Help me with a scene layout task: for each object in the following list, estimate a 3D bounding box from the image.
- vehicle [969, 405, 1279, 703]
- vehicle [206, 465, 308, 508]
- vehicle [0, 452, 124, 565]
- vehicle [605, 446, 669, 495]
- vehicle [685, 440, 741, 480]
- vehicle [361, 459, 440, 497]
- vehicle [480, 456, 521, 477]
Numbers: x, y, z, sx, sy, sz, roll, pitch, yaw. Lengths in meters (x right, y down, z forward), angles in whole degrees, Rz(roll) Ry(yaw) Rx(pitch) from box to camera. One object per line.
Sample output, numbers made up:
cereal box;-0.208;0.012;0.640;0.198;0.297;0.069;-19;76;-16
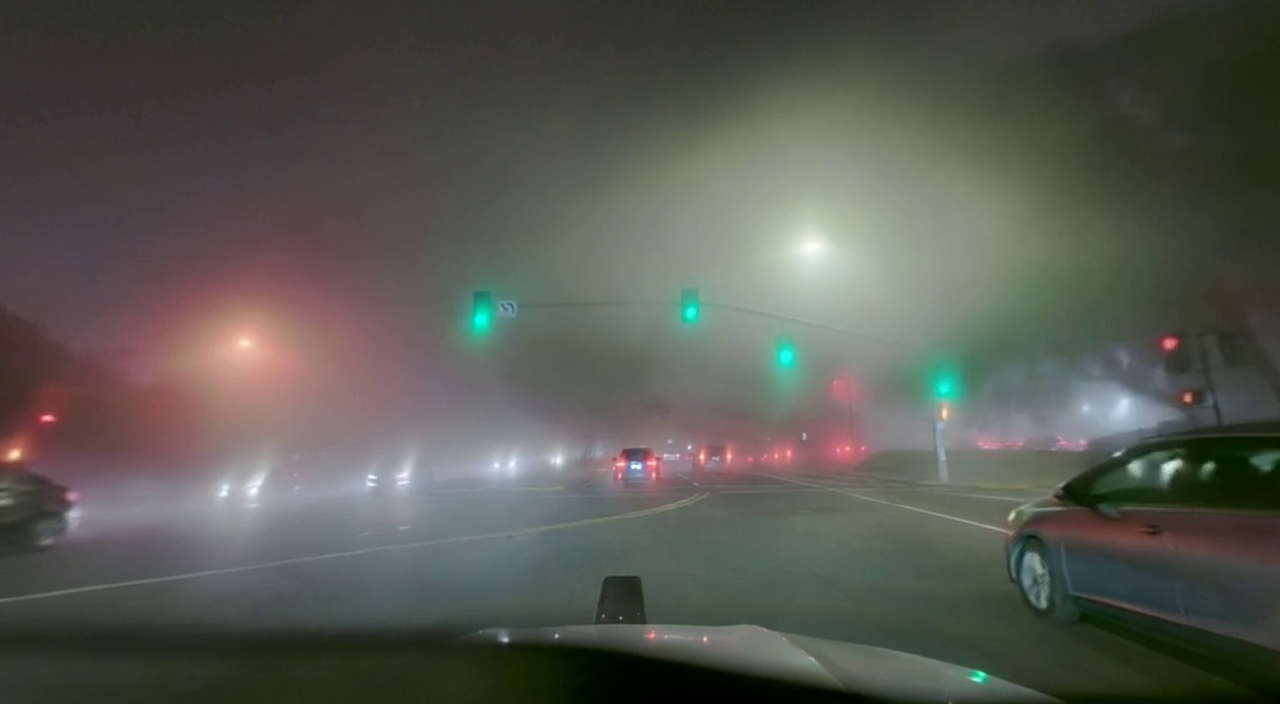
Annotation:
vehicle;3.839;1.022;3.086;2.049;1.473;4.425;0;-9;0
vehicle;-17.889;6.255;29.793;1.918;1.738;4.589;0;-9;0
vehicle;-11.203;2.494;10.016;2.102;1.758;4.532;-1;-9;1
vehicle;-0.088;4.064;22.049;2.034;1.500;3.966;0;-9;0
vehicle;3.506;5.302;31.255;2.107;1.773;4.557;0;-9;-1
vehicle;-10.787;5.676;28.816;1.808;1.512;4.447;0;-9;1
vehicle;-10.844;8.940;49.405;2.043;1.456;4.627;0;-9;1
